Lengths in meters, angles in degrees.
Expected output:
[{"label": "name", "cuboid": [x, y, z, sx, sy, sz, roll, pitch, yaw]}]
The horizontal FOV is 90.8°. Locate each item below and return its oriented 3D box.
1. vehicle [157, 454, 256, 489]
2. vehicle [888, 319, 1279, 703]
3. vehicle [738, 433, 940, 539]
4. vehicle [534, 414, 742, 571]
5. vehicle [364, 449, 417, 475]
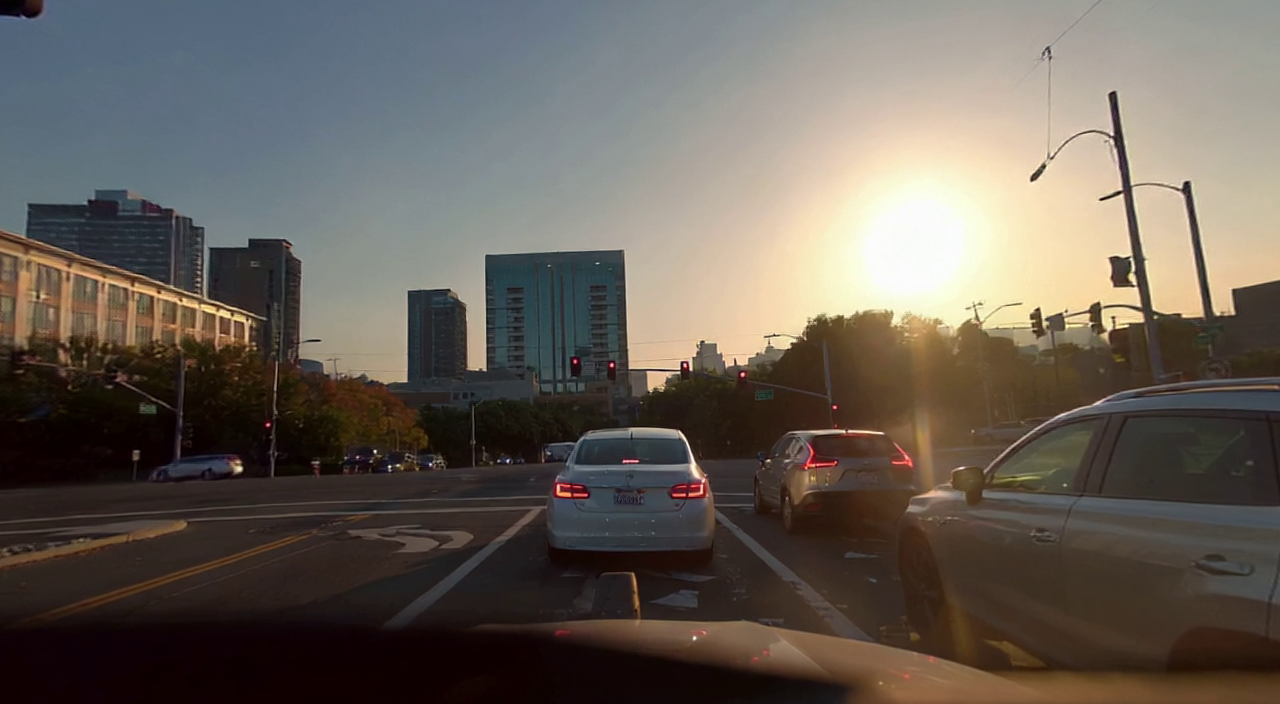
[{"label": "vehicle", "cuboid": [-24.199, 6.625, 35.322, 4.448, 1.837, 2.021, -2, -9, 14]}, {"label": "vehicle", "cuboid": [3.007, 0.866, 2.663, 2.103, 1.701, 4.294, 0, -8, -1]}, {"label": "vehicle", "cuboid": [3.156, 2.216, 11.142, 2.001, 1.463, 4.398, 0, -8, -2]}, {"label": "vehicle", "cuboid": [-0.069, 1.779, 8.742, 2.188, 1.637, 4.027, 0, -8, -1]}, {"label": "vehicle", "cuboid": [-18.733, 8.262, 47.711, 2.026, 1.836, 4.726, 0, -8, 0]}]
